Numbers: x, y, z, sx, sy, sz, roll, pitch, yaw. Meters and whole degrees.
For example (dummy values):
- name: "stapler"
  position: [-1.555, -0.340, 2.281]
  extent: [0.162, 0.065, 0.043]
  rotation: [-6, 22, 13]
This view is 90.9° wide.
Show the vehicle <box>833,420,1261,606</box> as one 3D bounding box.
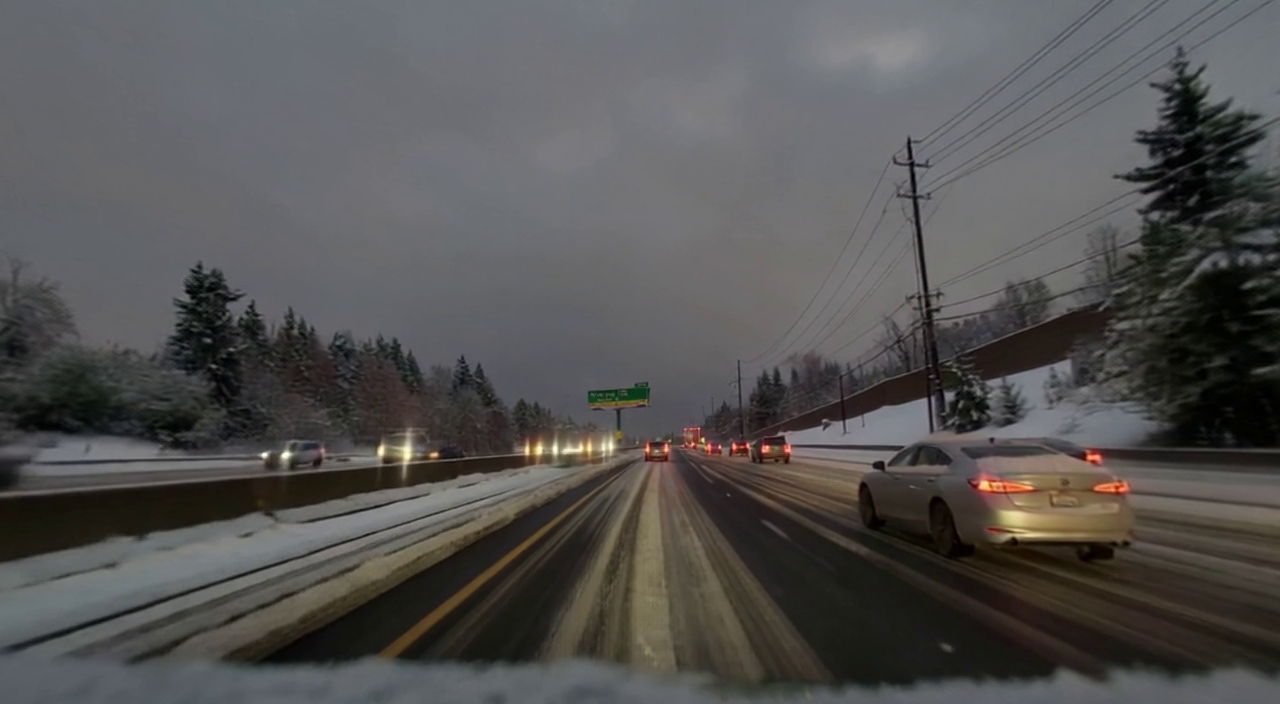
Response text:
- name: "vehicle"
  position: [3.958, 1.622, 7.331]
  extent: [1.986, 1.478, 4.429]
  rotation: [0, -8, 0]

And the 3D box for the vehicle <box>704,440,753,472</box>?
- name: "vehicle"
  position: [4.362, 5.192, 31.727]
  extent: [1.936, 1.465, 4.060]
  rotation: [0, -8, 1]

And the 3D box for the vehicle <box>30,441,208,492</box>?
- name: "vehicle"
  position: [-16.851, 3.692, 20.787]
  extent: [1.926, 1.466, 4.530]
  rotation: [0, -8, 2]

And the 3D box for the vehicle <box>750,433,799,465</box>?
- name: "vehicle"
  position: [8.240, 6.009, 39.084]
  extent: [2.041, 1.821, 4.562]
  rotation: [0, -8, 0]

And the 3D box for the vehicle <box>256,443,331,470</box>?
- name: "vehicle"
  position: [-20.507, 6.203, 37.556]
  extent: [1.856, 1.503, 4.367]
  rotation: [0, -8, 2]

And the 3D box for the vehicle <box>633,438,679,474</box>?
- name: "vehicle"
  position: [0.727, 4.933, 30.177]
  extent: [2.042, 1.581, 3.769]
  rotation: [0, -8, 1]

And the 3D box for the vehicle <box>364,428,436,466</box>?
- name: "vehicle"
  position: [-16.338, 6.527, 43.355]
  extent: [2.354, 2.415, 5.937]
  rotation: [0, -8, 3]
